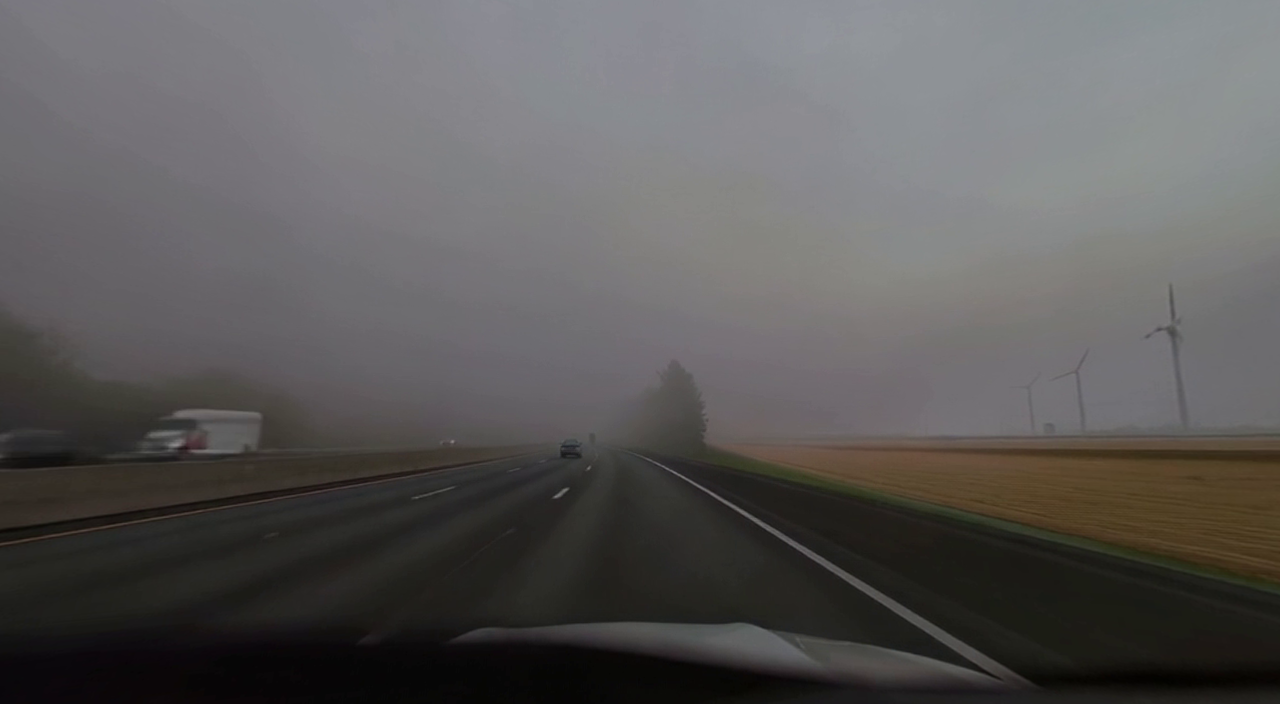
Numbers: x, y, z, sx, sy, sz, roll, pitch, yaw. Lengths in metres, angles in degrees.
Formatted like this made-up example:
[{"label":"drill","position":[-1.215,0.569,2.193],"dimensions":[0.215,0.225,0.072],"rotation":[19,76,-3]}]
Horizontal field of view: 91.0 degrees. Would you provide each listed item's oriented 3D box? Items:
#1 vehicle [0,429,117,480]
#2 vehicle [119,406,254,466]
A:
[{"label":"vehicle","position":[-19.636,3.250,20.173],"dimensions":[1.841,1.471,4.661],"rotation":[0,-8,-2]},{"label":"vehicle","position":[-24.338,4.601,34.286],"dimensions":[2.540,2.900,6.641],"rotation":[0,-8,-2]}]
